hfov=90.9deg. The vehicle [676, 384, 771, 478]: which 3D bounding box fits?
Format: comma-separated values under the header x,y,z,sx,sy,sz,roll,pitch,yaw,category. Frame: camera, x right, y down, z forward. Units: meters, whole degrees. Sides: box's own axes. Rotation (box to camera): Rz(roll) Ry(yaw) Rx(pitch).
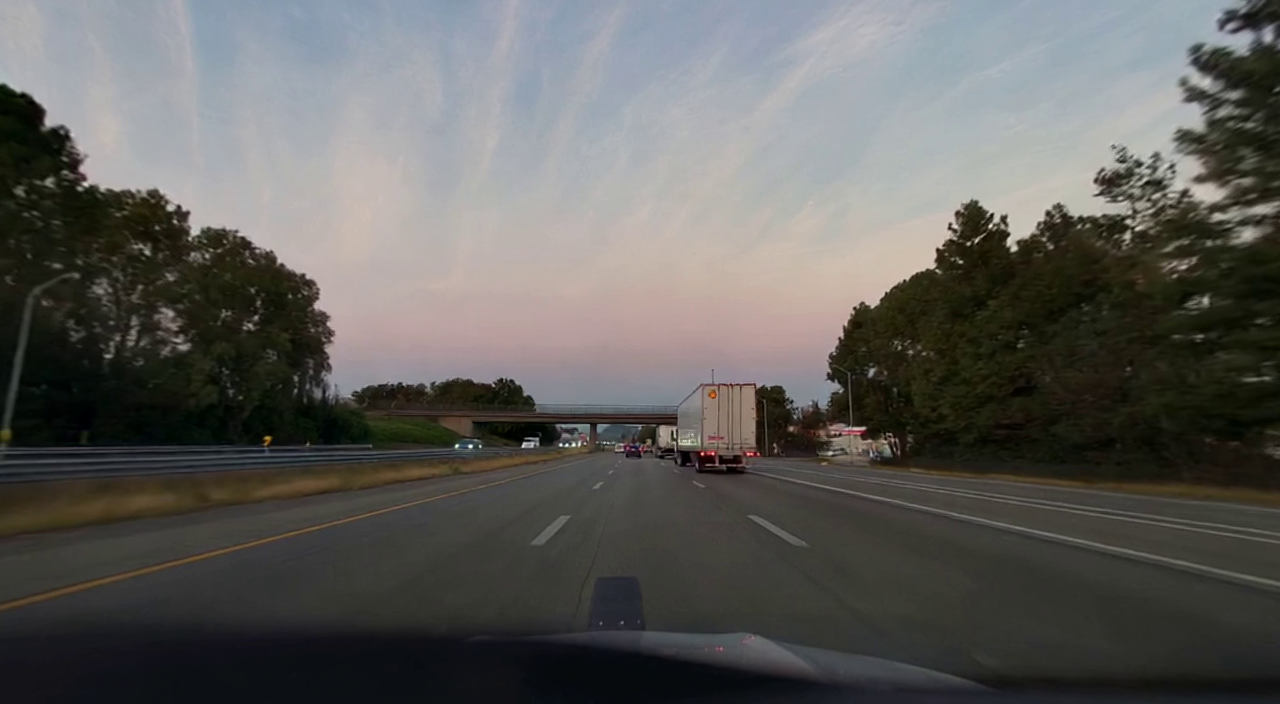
x,y,z,sx,sy,sz,roll,pitch,yaw,category
3.950,4.421,33.873,2.922,3.987,14.038,0,-9,-1,vehicle
